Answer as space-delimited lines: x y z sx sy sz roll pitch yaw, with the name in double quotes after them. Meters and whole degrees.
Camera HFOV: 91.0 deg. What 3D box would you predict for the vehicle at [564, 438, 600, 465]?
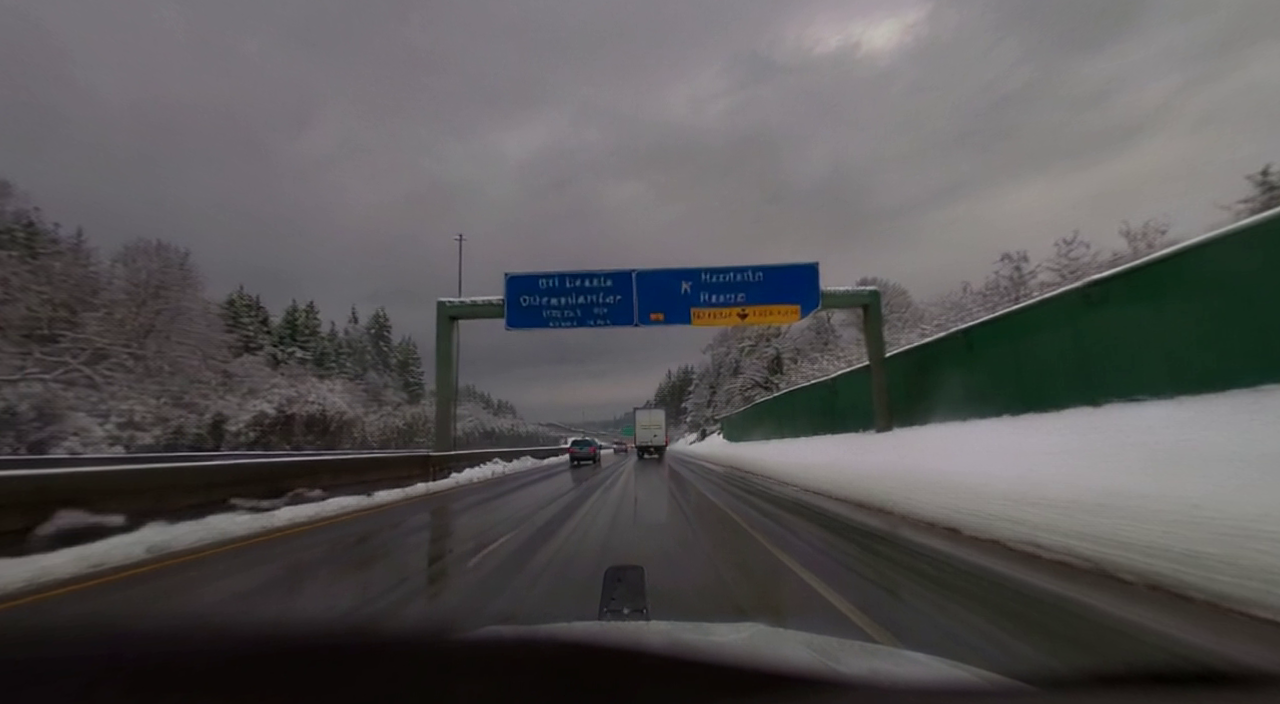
-3.536 6.186 39.209 1.927 1.556 3.921 0 -8 -1 "vehicle"
